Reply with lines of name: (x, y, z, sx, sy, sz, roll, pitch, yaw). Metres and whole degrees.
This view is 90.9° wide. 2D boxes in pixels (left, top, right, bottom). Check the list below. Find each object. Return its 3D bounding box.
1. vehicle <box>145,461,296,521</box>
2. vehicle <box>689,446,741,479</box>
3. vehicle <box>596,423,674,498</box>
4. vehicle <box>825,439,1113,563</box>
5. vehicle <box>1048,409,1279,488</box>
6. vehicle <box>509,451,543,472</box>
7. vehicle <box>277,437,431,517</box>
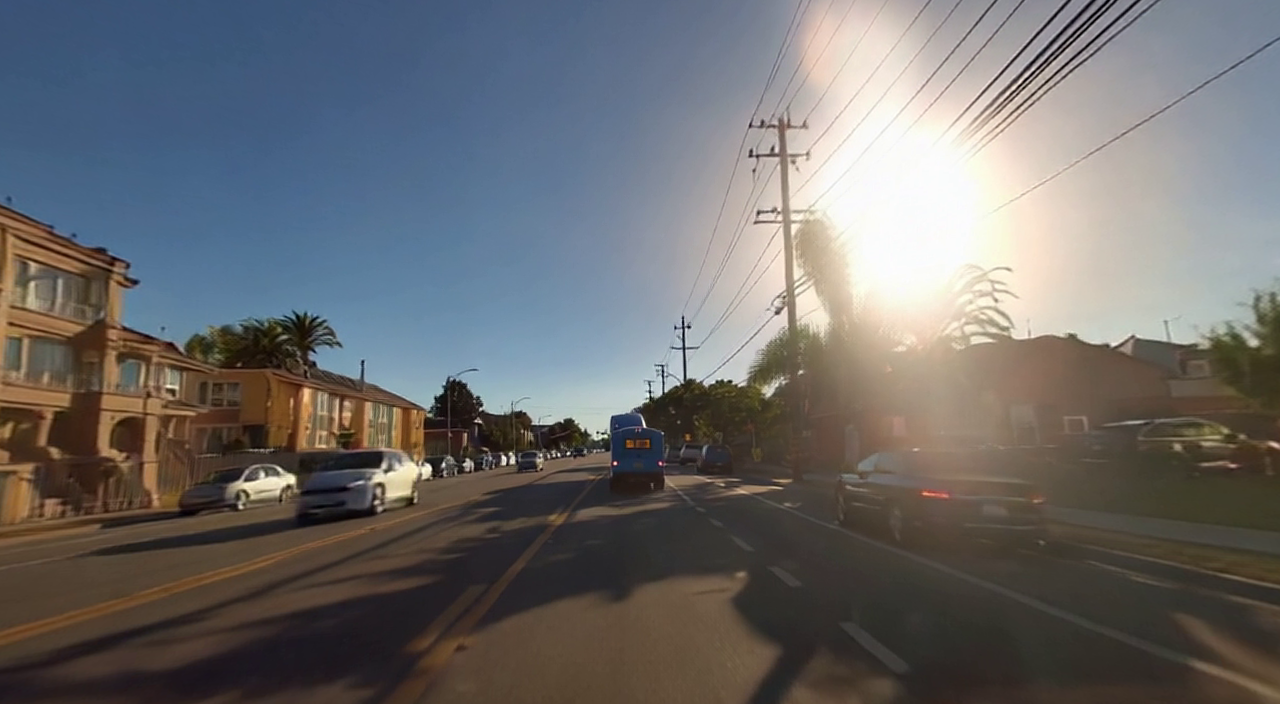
vehicle: (-13.178, 4.349, 20.238, 2.004, 1.441, 4.572, -4, -8, -4)
vehicle: (3.696, 5.564, 31.913, 1.946, 1.530, 4.240, 0, -9, -3)
vehicle: (-0.293, 3.365, 19.882, 2.168, 2.040, 4.527, 0, -9, -4)
vehicle: (4.624, 2.119, 9.790, 2.022, 1.456, 4.246, 0, -9, -3)
vehicle: (13.539, 2.424, 15.921, 4.749, 1.699, 2.311, -2, -9, 0)
vehicle: (-8.391, 8.106, 46.827, 1.844, 1.453, 4.414, 0, -9, -2)
vehicle: (-7.035, 3.087, 16.126, 1.993, 1.737, 4.353, 0, -9, -2)
